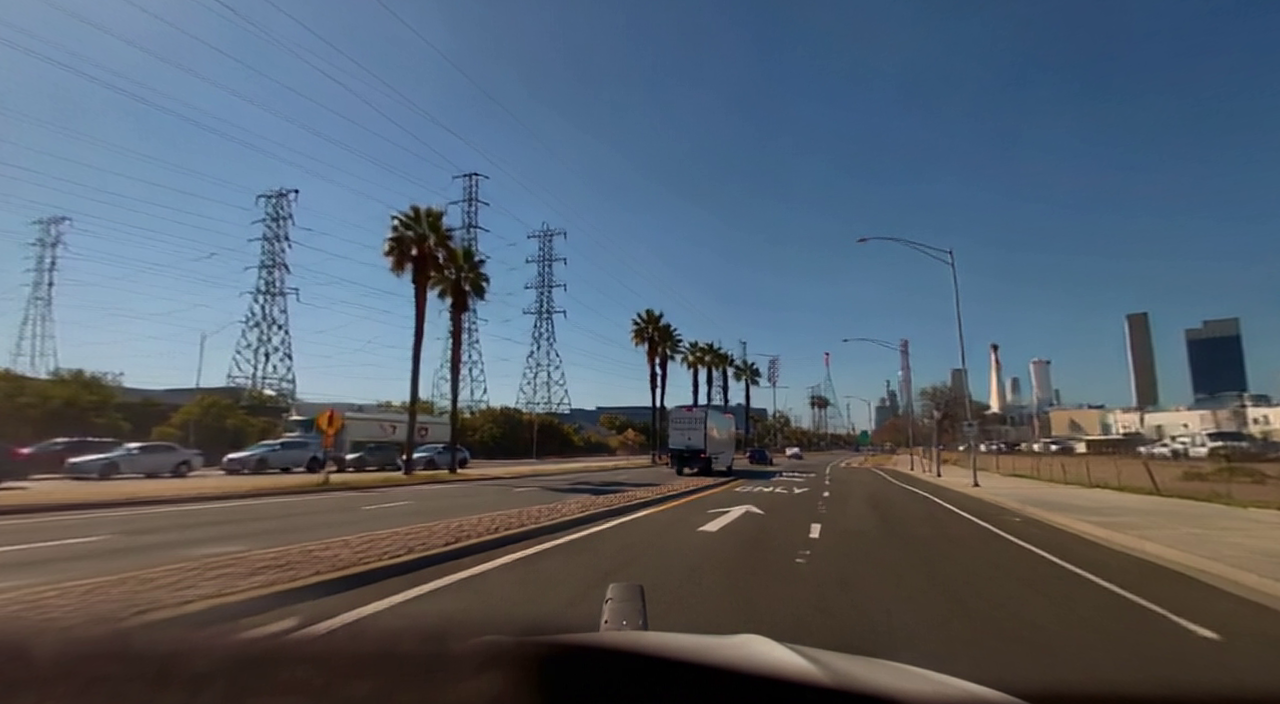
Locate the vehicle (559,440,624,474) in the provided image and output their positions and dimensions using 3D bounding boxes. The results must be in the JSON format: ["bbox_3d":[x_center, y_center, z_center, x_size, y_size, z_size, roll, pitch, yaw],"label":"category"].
[{"bbox_3d":[-2.980,6.708,40.586,2.266,1.950,5.866,-3,-9,16],"label":"vehicle"}]

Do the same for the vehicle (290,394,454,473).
[{"bbox_3d":[-16.207,5.447,39.720,2.907,3.760,11.193,-5,-14,15],"label":"vehicle"}]

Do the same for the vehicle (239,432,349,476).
[{"bbox_3d":[-15.920,4.823,29.352,1.833,1.578,4.412,-11,-15,17],"label":"vehicle"}]

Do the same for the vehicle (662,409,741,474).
[{"bbox_3d":[4.599,6.281,44.096,2.903,3.933,11.567,-3,-9,18],"label":"vehicle"}]

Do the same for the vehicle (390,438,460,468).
[{"bbox_3d":[-12.964,6.110,38.353,1.751,1.639,4.434,-5,-10,16],"label":"vehicle"}]

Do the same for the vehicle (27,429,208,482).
[{"bbox_3d":[-17.900,3.701,21.939,1.785,1.502,4.457,-6,-14,17],"label":"vehicle"}]
